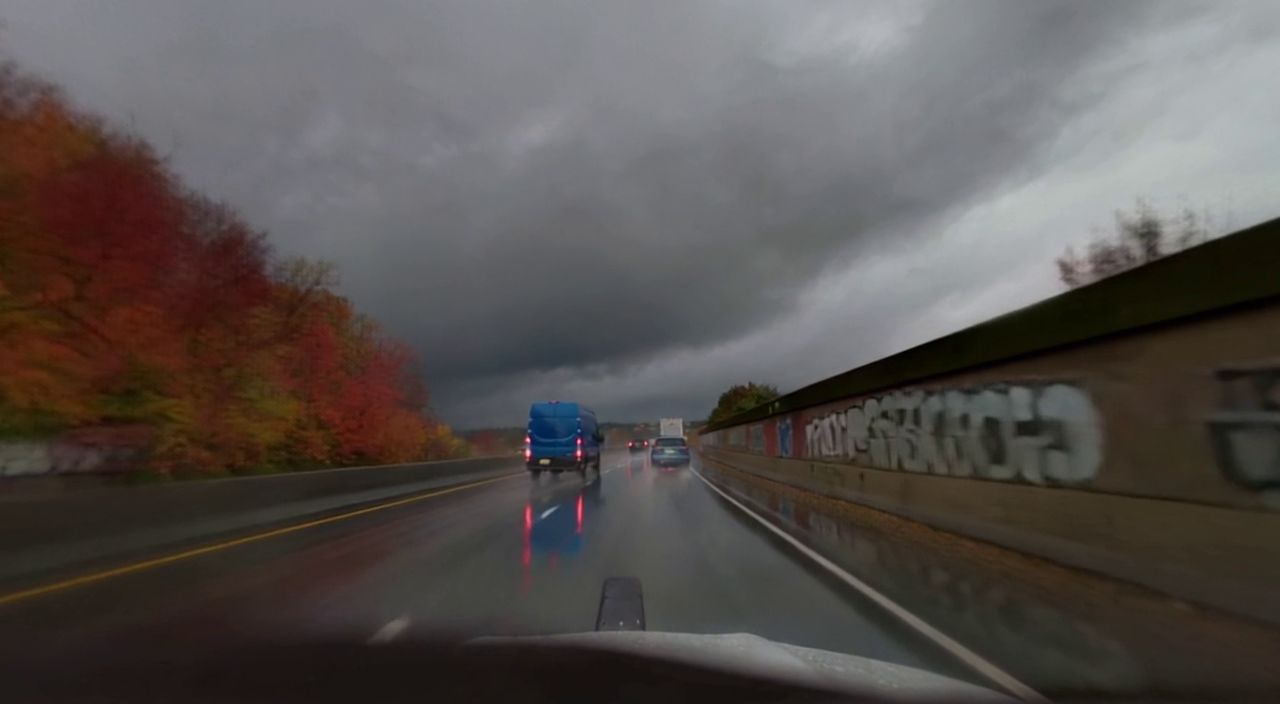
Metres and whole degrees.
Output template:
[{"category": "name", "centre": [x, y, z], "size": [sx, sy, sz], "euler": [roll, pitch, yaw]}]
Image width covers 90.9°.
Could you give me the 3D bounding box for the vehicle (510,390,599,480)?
[{"category": "vehicle", "centre": [-2.822, 2.935, 22.095], "size": [2.334, 2.769, 5.087], "euler": [0, -8, 1]}]

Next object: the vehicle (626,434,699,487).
[{"category": "vehicle", "centre": [0.681, 3.350, 19.812], "size": [2.071, 1.487, 3.948], "euler": [0, -8, 1]}]
